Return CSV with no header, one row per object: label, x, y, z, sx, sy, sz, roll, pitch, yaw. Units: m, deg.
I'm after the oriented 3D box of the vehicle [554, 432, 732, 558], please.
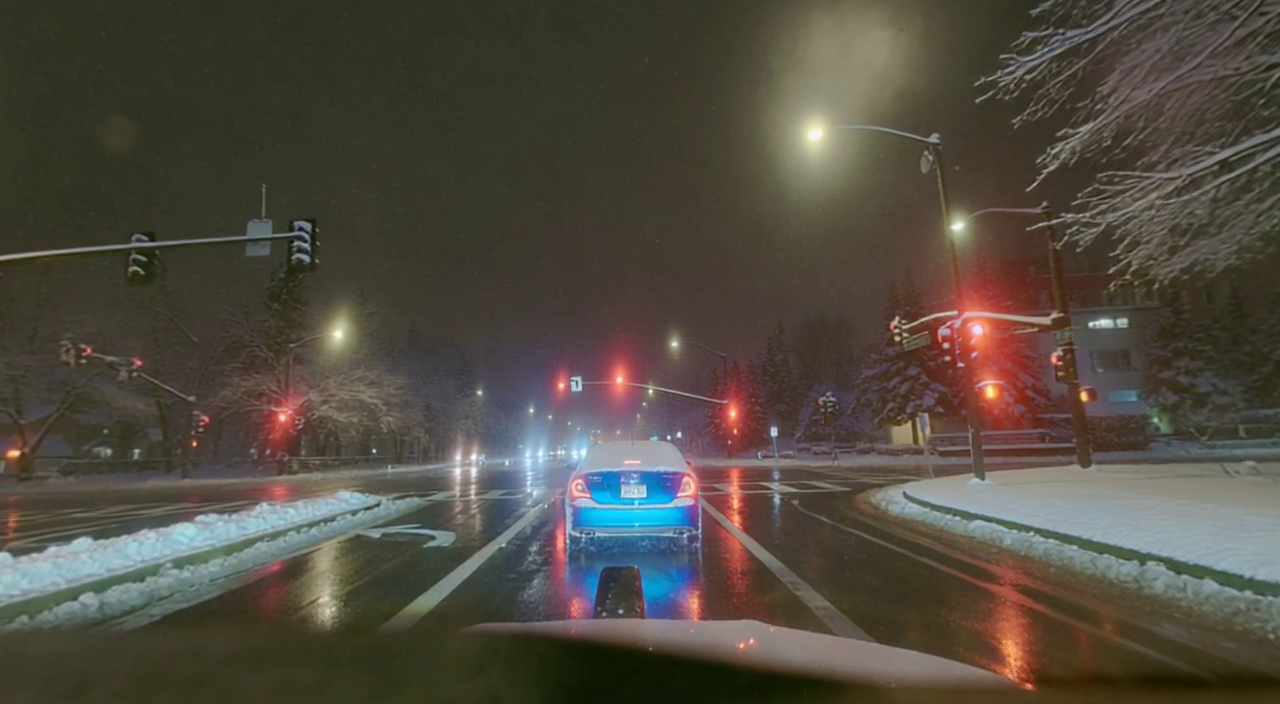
vehicle,0.004,1.994,9.516,2.107,1.470,3.974,0,-9,-1
